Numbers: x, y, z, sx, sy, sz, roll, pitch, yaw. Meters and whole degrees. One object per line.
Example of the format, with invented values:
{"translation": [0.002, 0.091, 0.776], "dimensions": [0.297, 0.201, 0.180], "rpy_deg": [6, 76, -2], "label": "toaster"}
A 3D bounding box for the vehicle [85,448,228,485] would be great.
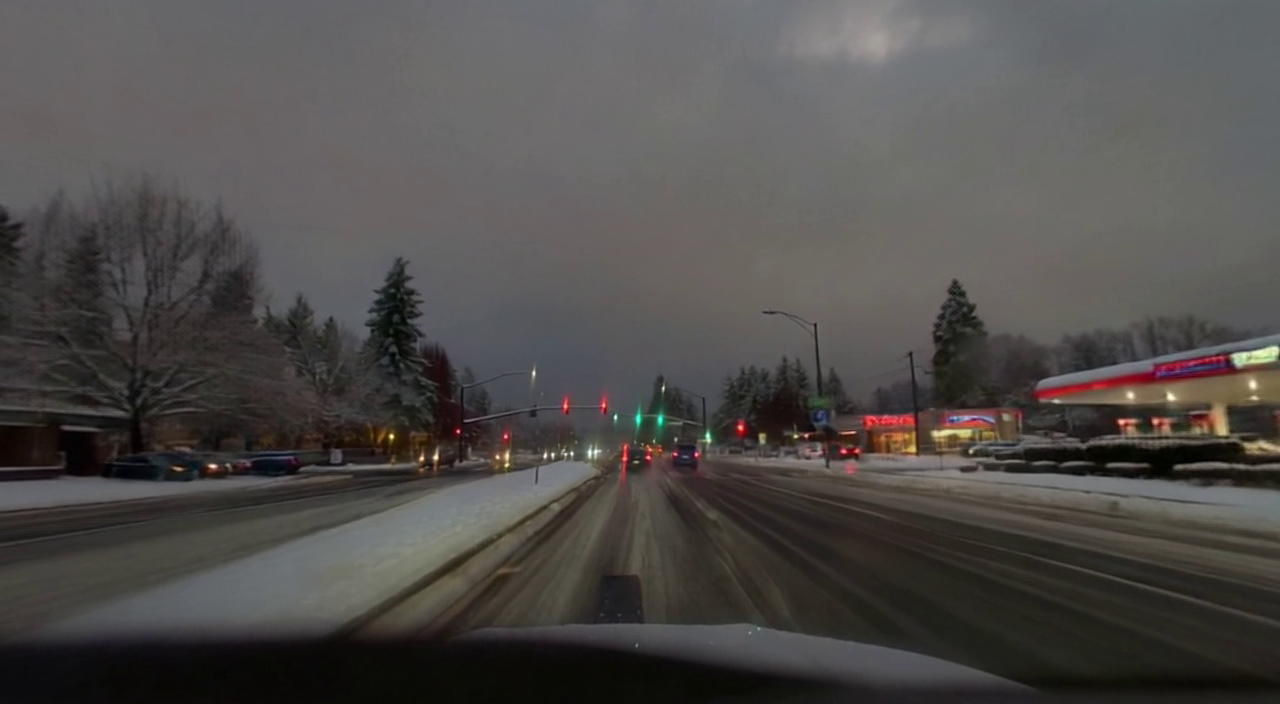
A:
{"translation": [-27.099, 6.424, 35.578], "dimensions": [6.027, 1.805, 2.010], "rpy_deg": [3, -11, -26], "label": "vehicle"}

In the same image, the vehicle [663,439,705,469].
{"translation": [3.231, 7.704, 47.655], "dimensions": [2.731, 2.101, 6.047], "rpy_deg": [0, -9, 0], "label": "vehicle"}

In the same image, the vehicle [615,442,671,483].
{"translation": [0.100, 4.605, 26.475], "dimensions": [2.145, 1.572, 4.021], "rpy_deg": [0, -9, -1], "label": "vehicle"}
